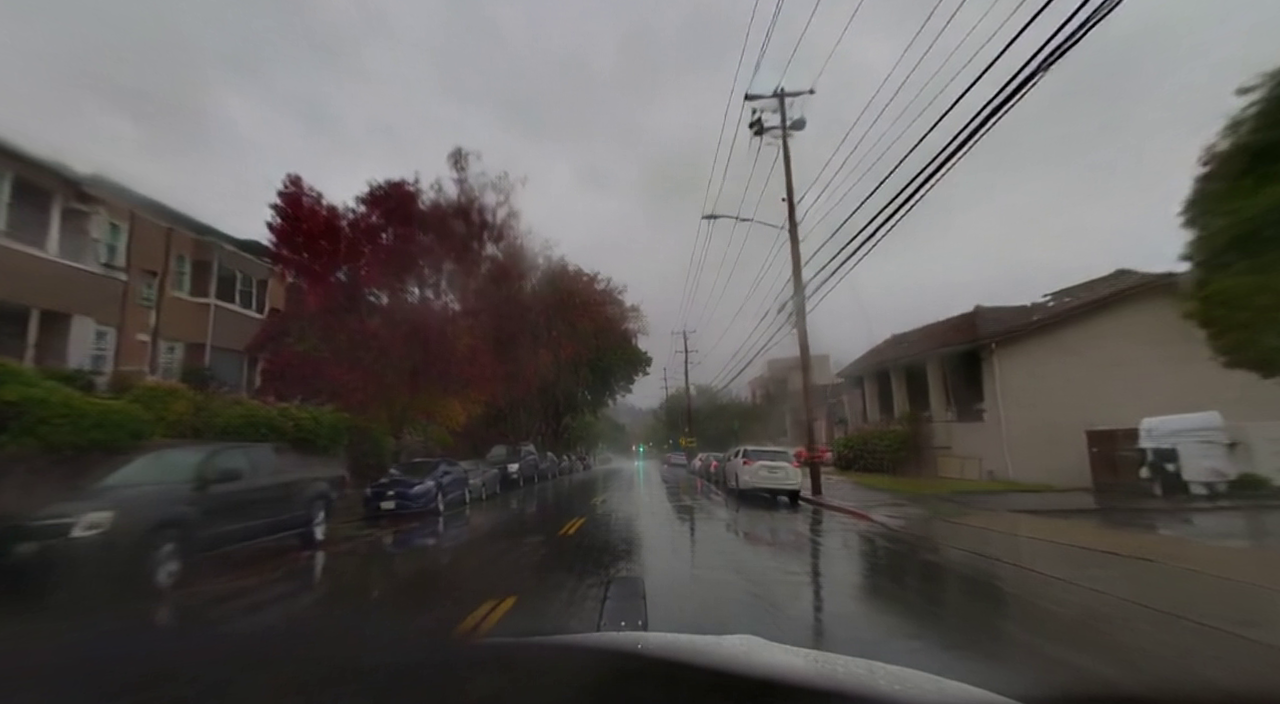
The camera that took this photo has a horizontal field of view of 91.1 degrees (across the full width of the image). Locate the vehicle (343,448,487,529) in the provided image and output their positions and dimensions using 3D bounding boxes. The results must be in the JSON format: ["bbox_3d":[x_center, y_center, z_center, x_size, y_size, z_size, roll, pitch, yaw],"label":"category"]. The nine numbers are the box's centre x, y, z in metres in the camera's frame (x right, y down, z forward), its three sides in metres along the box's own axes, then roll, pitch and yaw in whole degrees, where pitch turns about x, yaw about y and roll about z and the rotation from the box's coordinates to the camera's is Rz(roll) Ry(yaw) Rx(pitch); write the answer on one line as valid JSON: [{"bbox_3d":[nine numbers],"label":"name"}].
[{"bbox_3d":[-6.070,3.663,17.644,2.247,1.698,4.944,-4,-8,0],"label":"vehicle"}]

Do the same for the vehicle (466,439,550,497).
[{"bbox_3d":[-5.932,5.234,29.046,2.376,2.219,6.021,-3,-7,2],"label":"vehicle"}]

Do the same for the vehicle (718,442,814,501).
[{"bbox_3d":[4.064,3.929,21.077,2.328,1.730,4.225,0,-9,0],"label":"vehicle"}]

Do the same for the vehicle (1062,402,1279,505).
[{"bbox_3d":[13.980,2.509,15.639,2.229,2.040,6.832,0,-9,1],"label":"vehicle"}]

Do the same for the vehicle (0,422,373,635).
[{"bbox_3d":[-6.164,2.143,9.000,2.063,1.936,5.919,-4,-8,0],"label":"vehicle"}]
